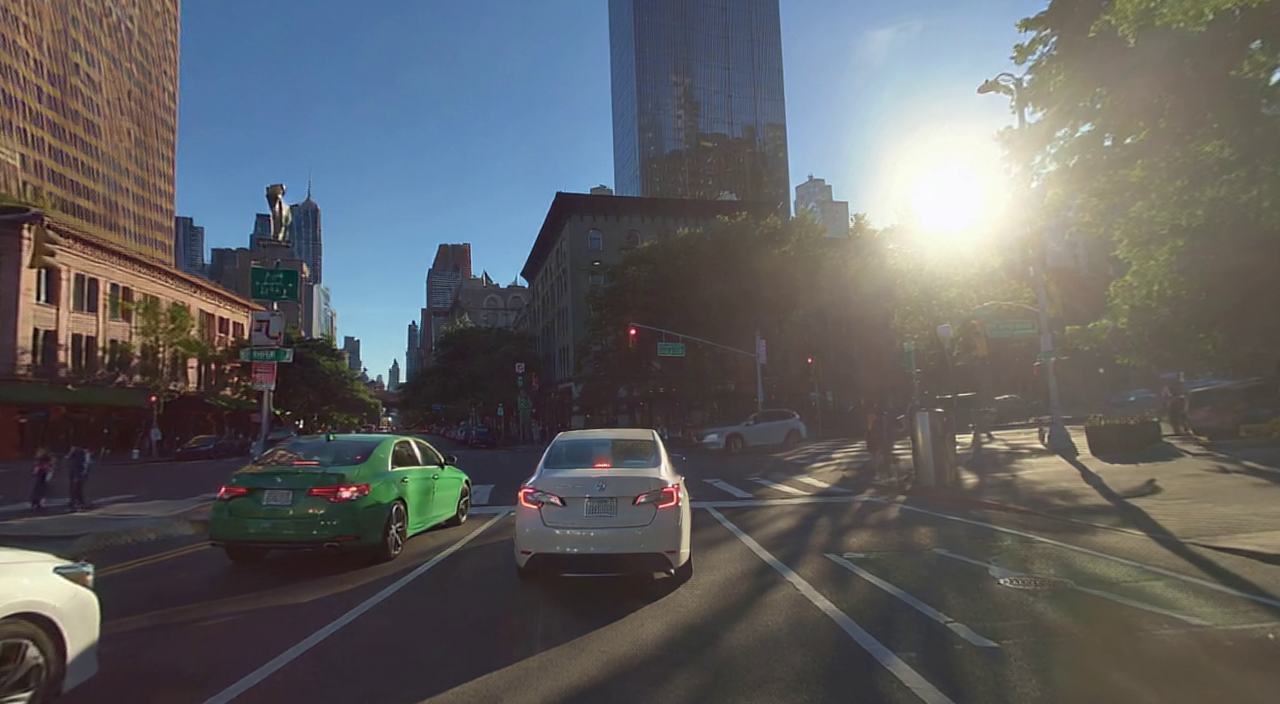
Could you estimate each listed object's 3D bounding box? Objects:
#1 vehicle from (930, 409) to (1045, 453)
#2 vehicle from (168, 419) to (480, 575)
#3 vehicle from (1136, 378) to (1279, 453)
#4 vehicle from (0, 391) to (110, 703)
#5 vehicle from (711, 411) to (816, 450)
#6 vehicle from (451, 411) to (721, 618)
[{"bbox_3d":[14.301,3.294,25.960,4.392,1.667,1.958,4,-9,-28],"label":"vehicle"},{"bbox_3d":[-3.688,1.755,8.462,1.934,1.522,4.287,0,-8,0],"label":"vehicle"},{"bbox_3d":[21.629,2.354,22.871,5.863,2.493,2.354,2,-9,-12],"label":"vehicle"},{"bbox_3d":[-3.913,0.697,1.173,1.995,1.524,4.438,0,-8,0],"label":"vehicle"},{"bbox_3d":[6.059,3.896,31.004,4.657,1.769,1.979,3,-9,-20],"label":"vehicle"},{"bbox_3d":[-0.415,1.501,6.716,1.999,1.520,3.896,0,-8,-1],"label":"vehicle"}]
